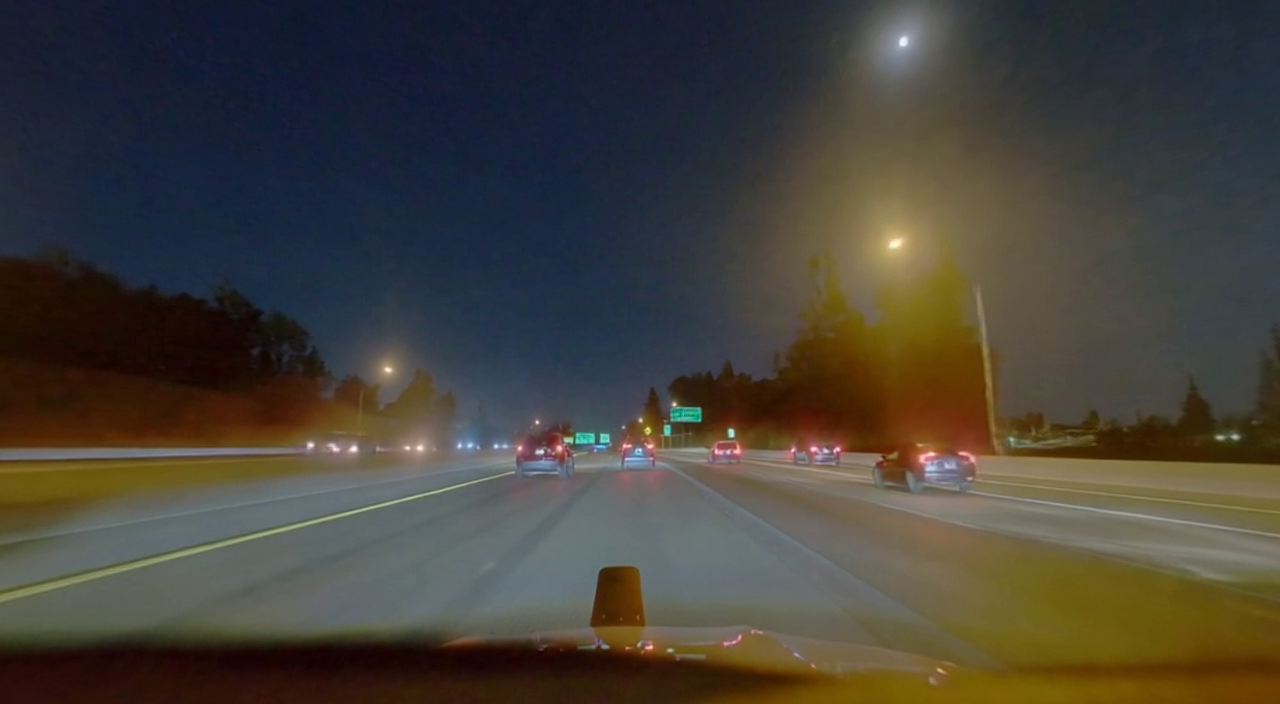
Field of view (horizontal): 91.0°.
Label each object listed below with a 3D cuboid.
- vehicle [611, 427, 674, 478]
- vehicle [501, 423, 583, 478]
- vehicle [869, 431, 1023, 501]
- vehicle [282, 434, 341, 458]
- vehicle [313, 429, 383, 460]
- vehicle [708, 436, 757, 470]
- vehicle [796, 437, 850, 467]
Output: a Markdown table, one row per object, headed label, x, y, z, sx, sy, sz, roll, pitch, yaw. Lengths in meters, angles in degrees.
| label | x | y | z | sx | sy | sz | roll | pitch | yaw |
| --- | --- | --- | --- | --- | --- | --- | --- | --- | --- |
| vehicle | 0.086 | 3.760 | 23.752 | 2.181 | 1.728 | 3.970 | 0 | -9 | 0 |
| vehicle | -3.448 | 3.622 | 23.272 | 2.199 | 1.777 | 4.790 | 0 | -9 | 1 |
| vehicle | 7.736 | 2.907 | 16.429 | 1.989 | 1.569 | 3.964 | 0 | -9 | 0 |
| vehicle | -24.220 | 6.931 | 46.586 | 1.939 | 1.654 | 4.333 | 0 | -9 | 1 |
| vehicle | -18.166 | 5.781 | 39.413 | 2.029 | 1.791 | 4.668 | 0 | -9 | 2 |
| vehicle | 4.897 | 5.448 | 33.979 | 2.022 | 1.682 | 4.226 | 0 | -9 | 0 |
| vehicle | 11.392 | 6.277 | 39.540 | 2.010 | 1.765 | 4.375 | 0 | -9 | -1 |
